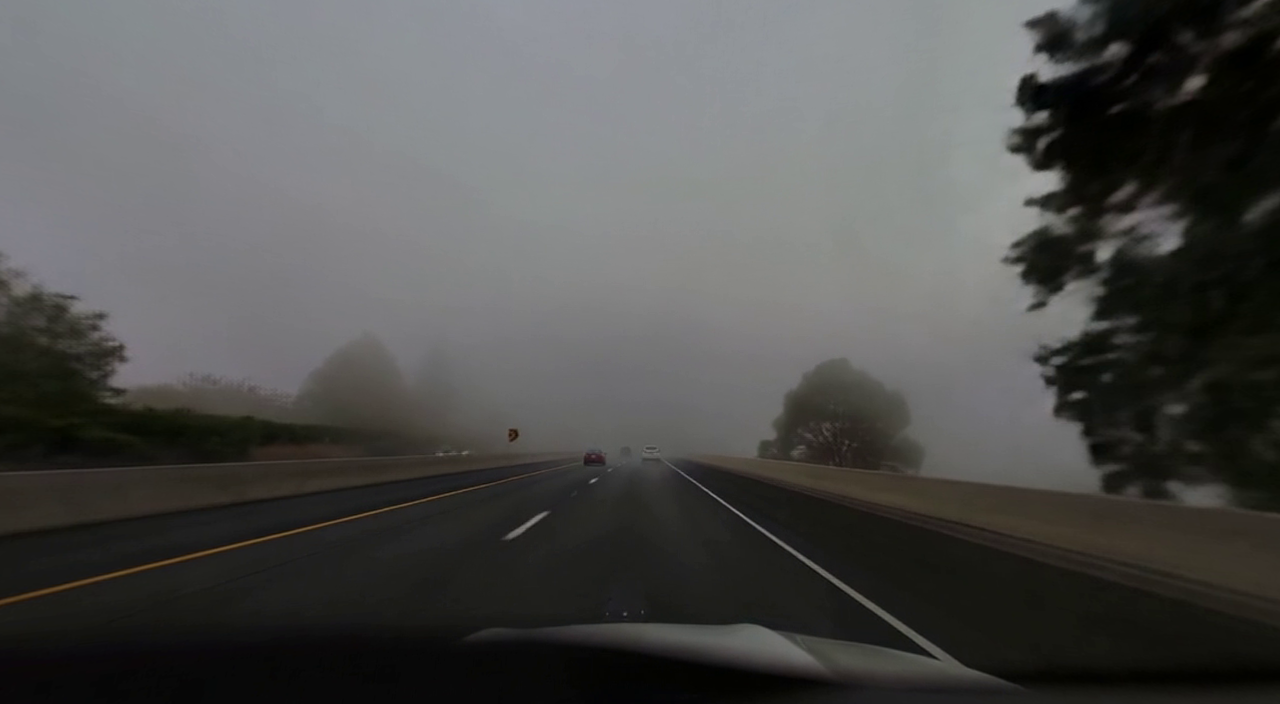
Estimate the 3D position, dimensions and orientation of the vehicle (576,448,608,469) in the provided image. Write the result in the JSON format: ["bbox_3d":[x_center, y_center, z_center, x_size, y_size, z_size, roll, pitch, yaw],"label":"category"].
[{"bbox_3d":[-3.518,7.863,46.757,2.033,1.449,3.957,0,-9,1],"label":"vehicle"}]
